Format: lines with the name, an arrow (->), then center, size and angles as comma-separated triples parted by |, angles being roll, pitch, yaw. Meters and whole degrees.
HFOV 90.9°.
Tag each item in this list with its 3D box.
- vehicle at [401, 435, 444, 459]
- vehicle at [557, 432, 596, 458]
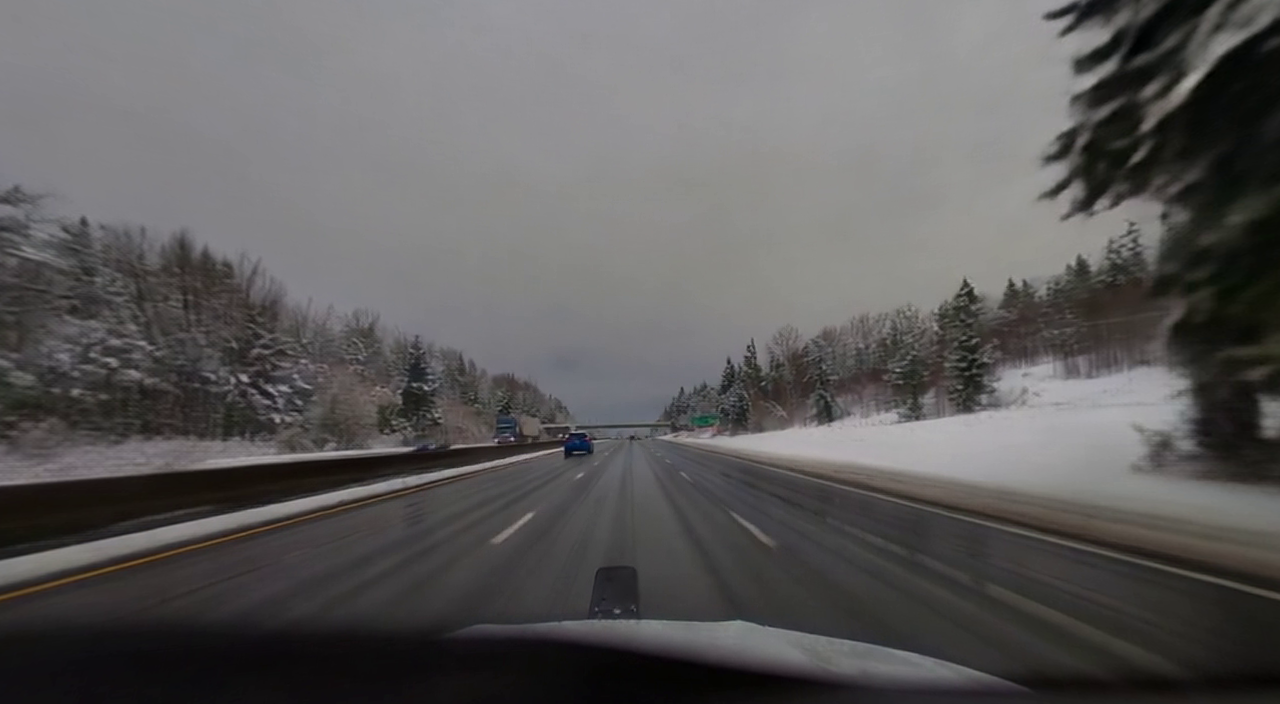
vehicle -> -14.281, 6.239, 41.584 | 1.584, 1.442, 3.502 | 0, -8, 0
vehicle -> -3.864, 5.729, 39.011 | 2.085, 1.479, 3.846 | 0, -8, -1
